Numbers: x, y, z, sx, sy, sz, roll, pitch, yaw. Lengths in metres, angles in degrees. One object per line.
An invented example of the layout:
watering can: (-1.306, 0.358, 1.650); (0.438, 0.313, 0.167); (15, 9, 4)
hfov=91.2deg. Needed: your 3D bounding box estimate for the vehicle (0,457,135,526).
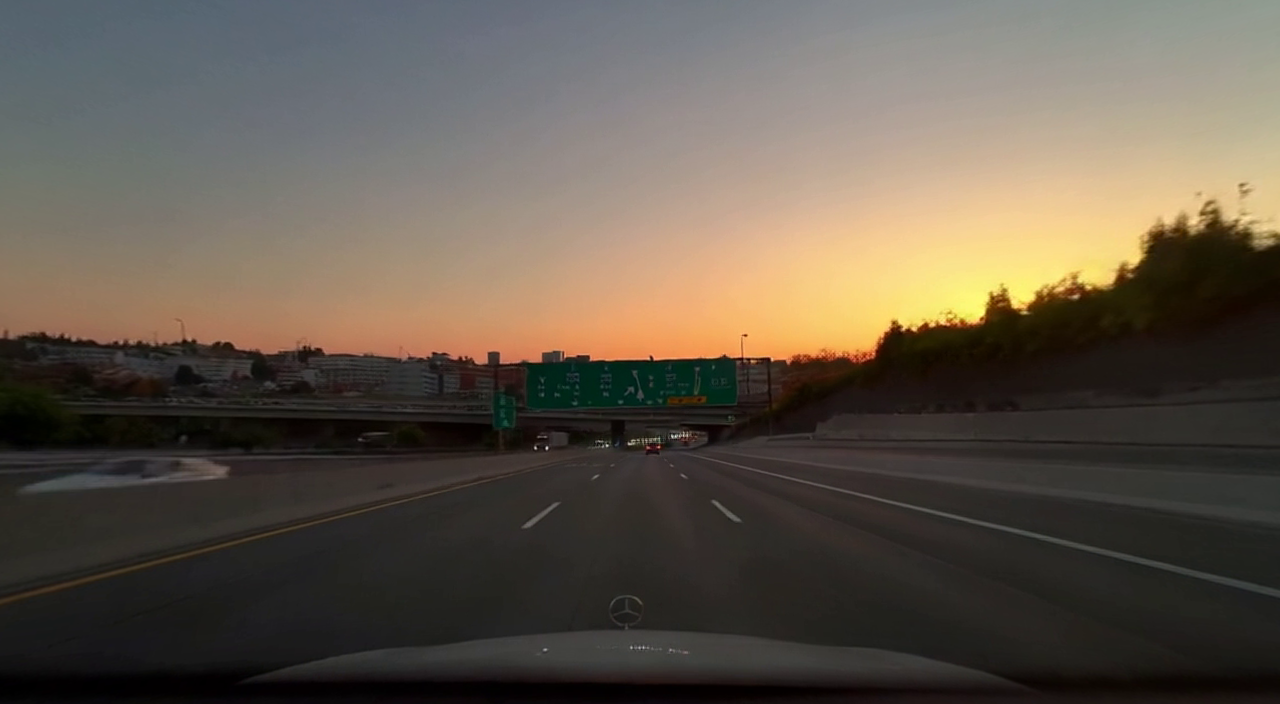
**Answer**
vehicle: (-16.918, 3.790, 17.561); (1.968, 1.630, 4.318); (0, -9, 0)
